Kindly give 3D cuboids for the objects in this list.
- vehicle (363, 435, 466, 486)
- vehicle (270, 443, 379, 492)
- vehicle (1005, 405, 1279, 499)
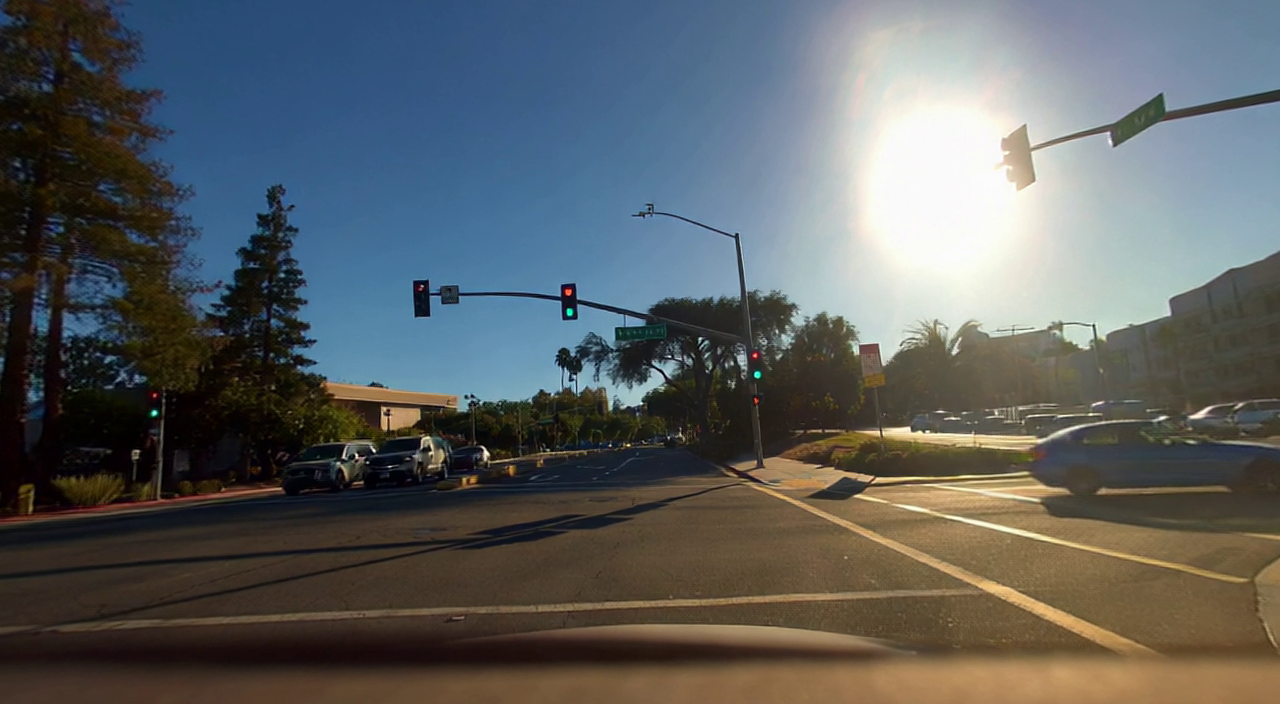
[{"bbox_3d":[-10.129,4.922,28.989,2.664,1.940,5.702,-4,-9,-1],"label":"vehicle"},{"bbox_3d":[-13.787,5.063,28.065,2.306,1.957,4.968,0,-9,-1],"label":"vehicle"},{"bbox_3d":[9.462,1.801,11.457,4.592,1.470,2.071,-4,-9,22],"label":"vehicle"}]
